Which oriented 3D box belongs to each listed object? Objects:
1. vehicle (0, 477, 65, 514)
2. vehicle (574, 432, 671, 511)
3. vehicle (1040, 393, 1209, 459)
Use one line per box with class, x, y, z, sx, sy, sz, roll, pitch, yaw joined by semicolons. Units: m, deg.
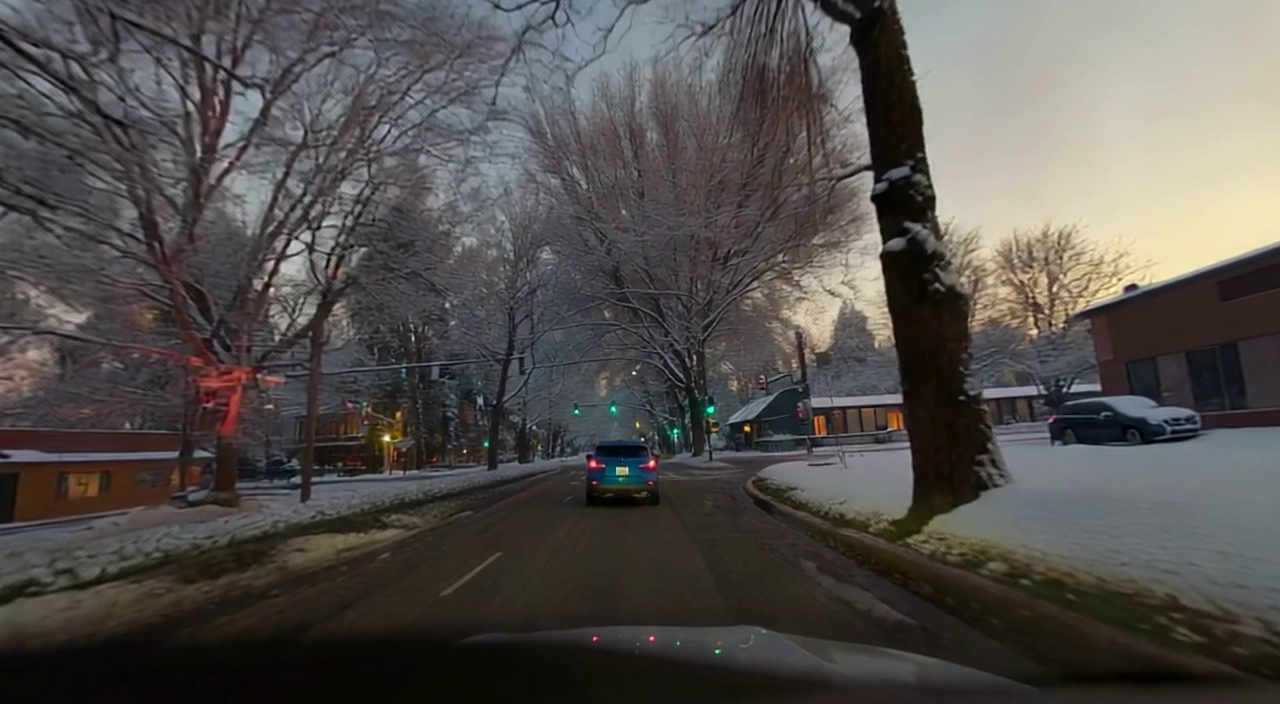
vehicle;-28.585;6.530;28.599;1.771;1.435;4.144;-6;-9;-10
vehicle;-0.396;2.941;15.957;2.136;1.703;3.910;0;-9;0
vehicle;16.355;2.611;21.785;2.039;1.990;5.111;-1;-8;5
